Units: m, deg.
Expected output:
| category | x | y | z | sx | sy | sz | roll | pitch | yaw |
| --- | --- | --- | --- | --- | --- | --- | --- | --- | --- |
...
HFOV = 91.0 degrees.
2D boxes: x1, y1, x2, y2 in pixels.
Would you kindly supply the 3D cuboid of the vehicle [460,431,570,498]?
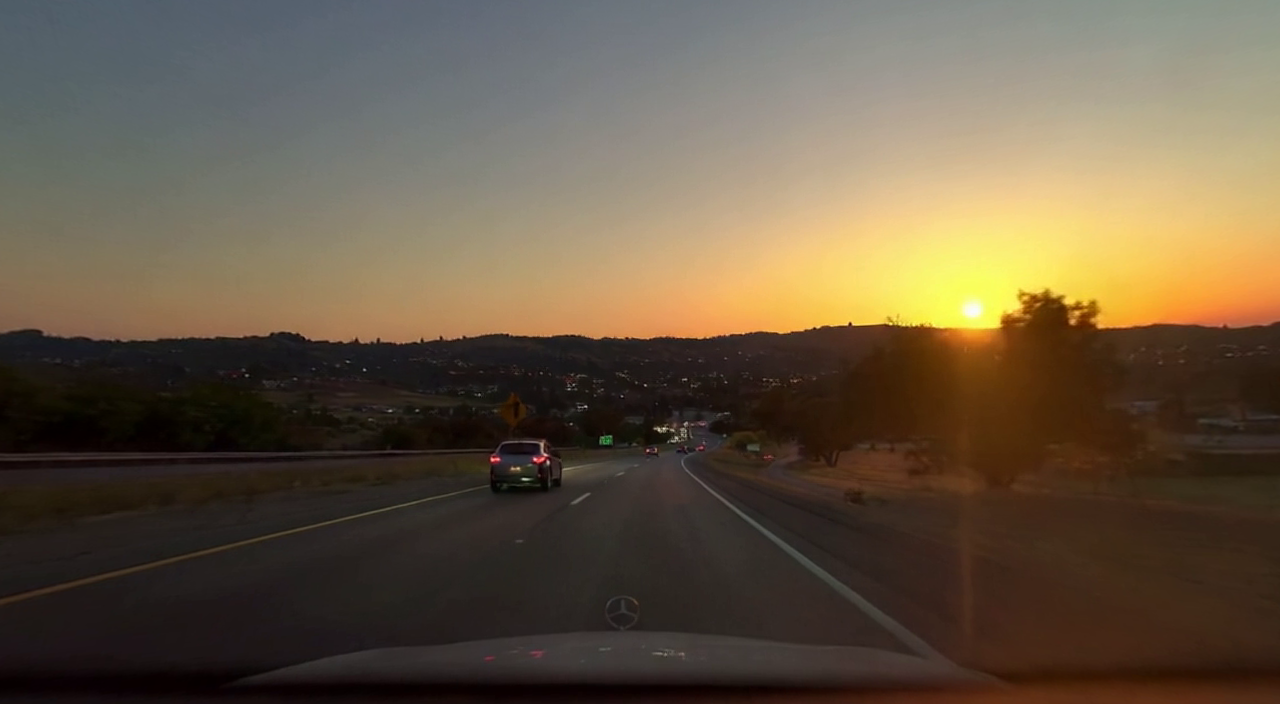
| category | x | y | z | sx | sy | sz | roll | pitch | yaw |
| --- | --- | --- | --- | --- | --- | --- | --- | --- | --- |
| vehicle | -3.593 | 3.355 | 19.118 | 2.193 | 1.771 | 4.757 | 0 | -9 | 2 |
